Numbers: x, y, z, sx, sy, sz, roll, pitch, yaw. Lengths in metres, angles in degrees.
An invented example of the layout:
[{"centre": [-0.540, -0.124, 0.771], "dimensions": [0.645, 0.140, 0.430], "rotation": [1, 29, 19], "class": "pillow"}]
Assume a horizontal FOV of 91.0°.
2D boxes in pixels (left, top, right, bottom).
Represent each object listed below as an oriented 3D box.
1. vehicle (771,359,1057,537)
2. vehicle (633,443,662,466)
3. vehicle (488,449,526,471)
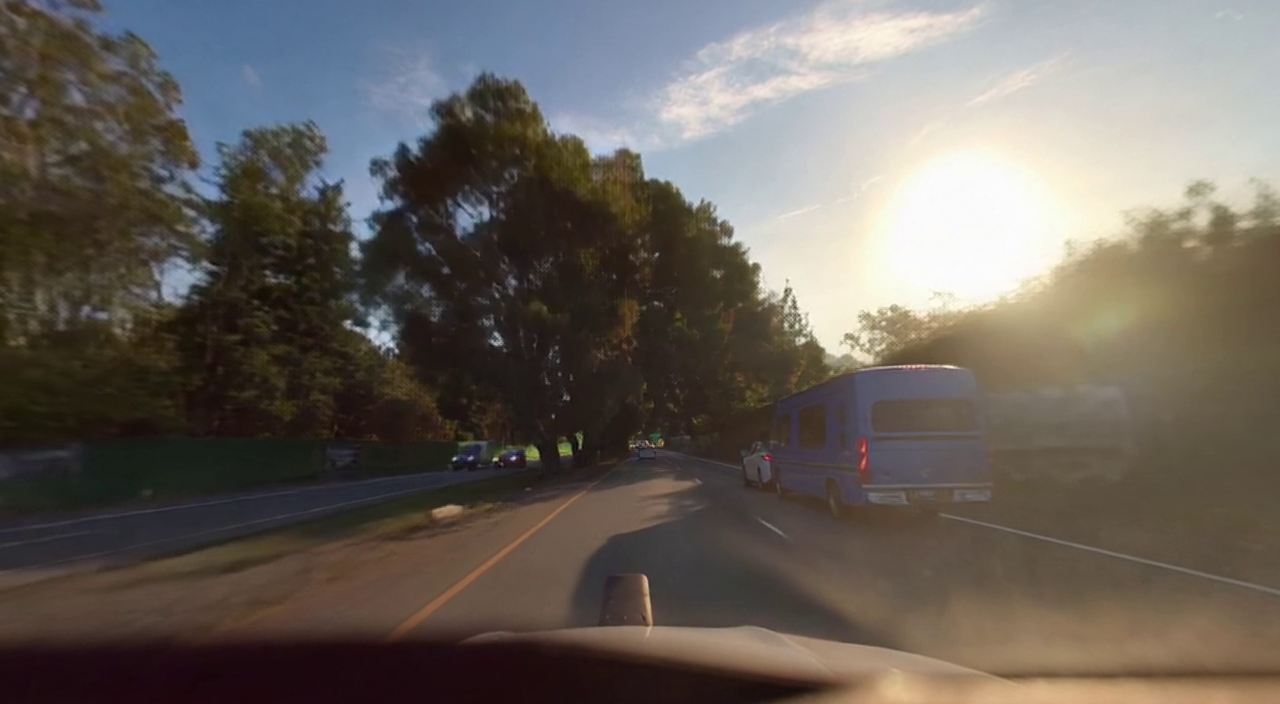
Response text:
[{"centre": [4.830, 1.939, 13.005], "dimensions": [2.712, 2.659, 6.992], "rotation": [0, -8, 0], "class": "vehicle"}, {"centre": [0.562, 7.526, 46.301], "dimensions": [2.030, 1.572, 4.067], "rotation": [0, -8, 0], "class": "vehicle"}, {"centre": [-9.772, 7.962, 46.411], "dimensions": [1.914, 1.495, 3.809], "rotation": [0, -8, 0], "class": "vehicle"}]
